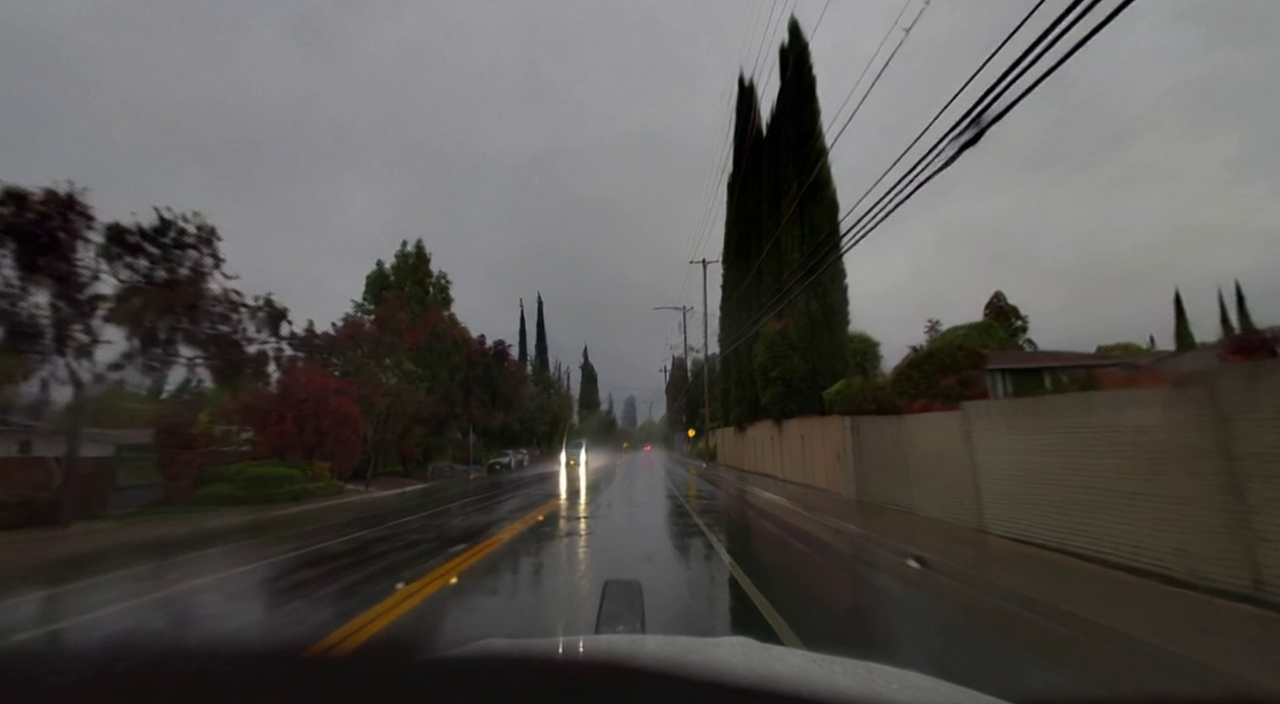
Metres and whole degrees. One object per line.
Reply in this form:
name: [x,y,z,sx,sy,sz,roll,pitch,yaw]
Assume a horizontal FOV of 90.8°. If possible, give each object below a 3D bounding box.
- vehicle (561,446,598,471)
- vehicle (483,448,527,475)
vehicle: [-3.827,6.785,40.588,1.889,1.503,4.232,0,-8,1]
vehicle: [-9.791,7.983,46.292,2.269,1.861,4.422,0,-8,0]
